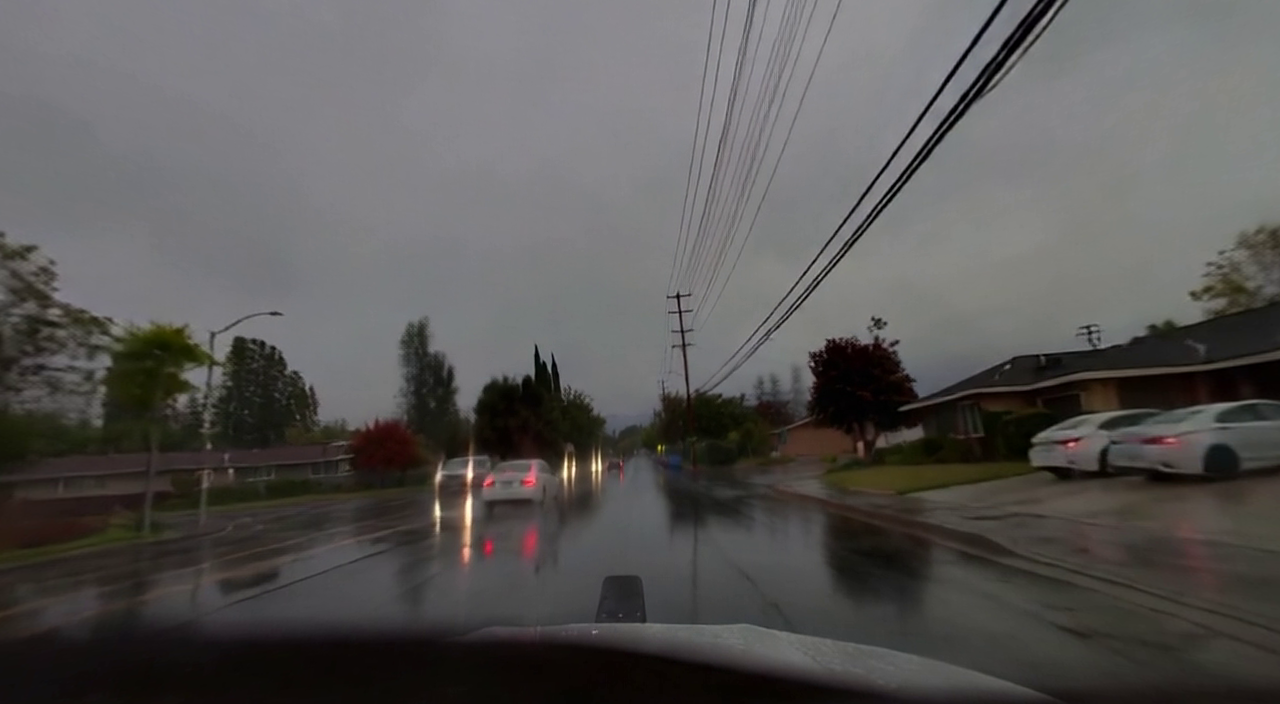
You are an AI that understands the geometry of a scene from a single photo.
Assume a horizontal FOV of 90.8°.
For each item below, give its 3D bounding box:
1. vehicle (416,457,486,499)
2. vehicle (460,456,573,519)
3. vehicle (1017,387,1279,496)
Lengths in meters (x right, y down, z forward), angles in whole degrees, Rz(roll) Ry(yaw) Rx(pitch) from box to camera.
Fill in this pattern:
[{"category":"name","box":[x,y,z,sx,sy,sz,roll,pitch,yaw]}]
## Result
[{"category":"vehicle","box":[-9.834,6.602,33.436,2.115,1.978,5.647,1,-10,-2]},{"category":"vehicle","box":[-3.213,3.658,17.513,2.041,1.471,4.602,0,-10,2]},{"category":"vehicle","box":[10.452,1.945,13.164,2.121,1.799,5.124,0,-10,2]}]
